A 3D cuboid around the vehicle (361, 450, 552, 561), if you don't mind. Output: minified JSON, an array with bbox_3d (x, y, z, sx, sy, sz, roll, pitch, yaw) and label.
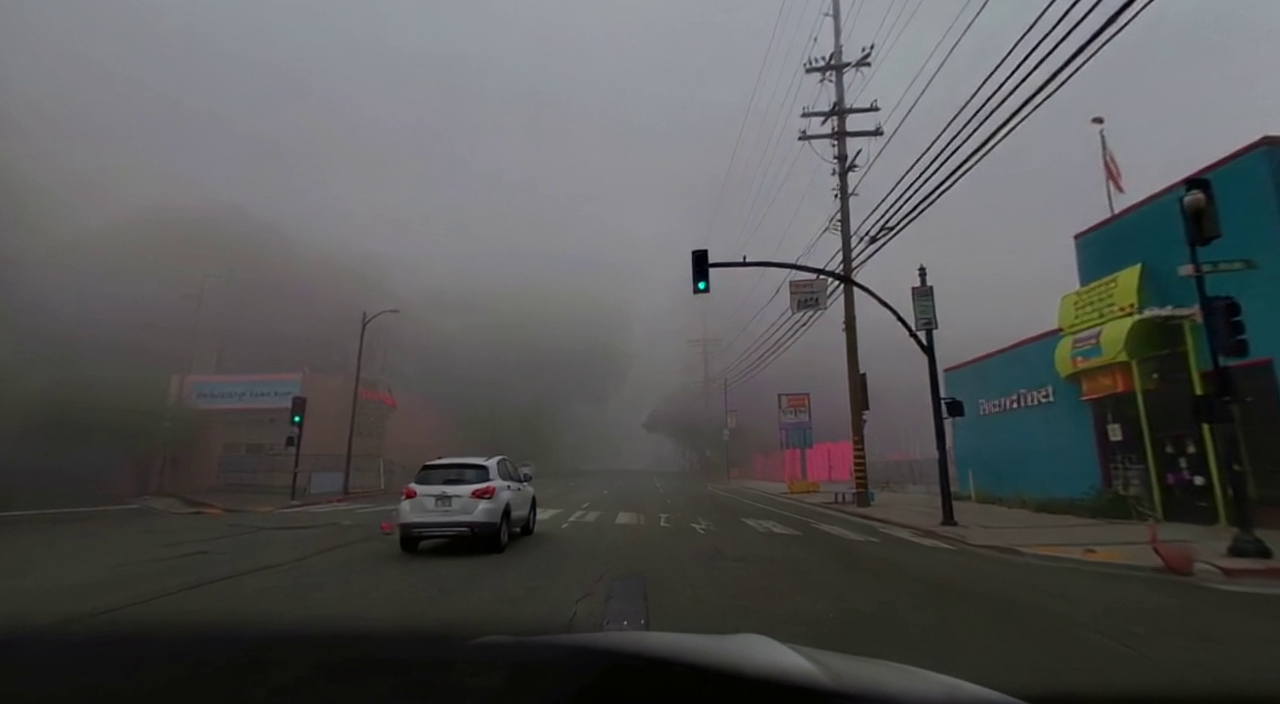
[{"bbox_3d":[-2.995,2.647,11.496,2.036,1.589,4.549,0,-10,1],"label":"vehicle"}]
